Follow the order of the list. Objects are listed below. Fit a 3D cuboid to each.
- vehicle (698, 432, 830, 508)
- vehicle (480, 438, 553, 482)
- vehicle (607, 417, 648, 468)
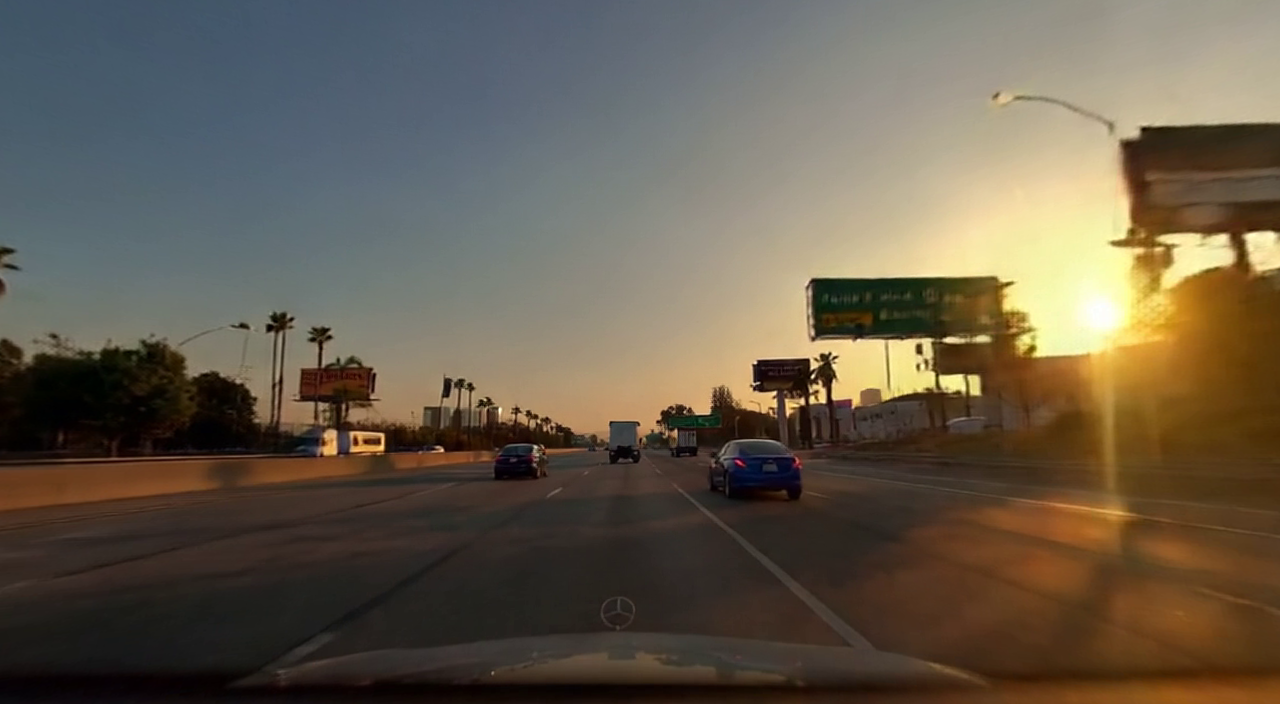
[{"bbox_3d":[2.872,2.872,15.866,2.175,1.598,4.584,0,-9,-3],"label":"vehicle"},{"bbox_3d":[-4.855,4.304,25.540,2.021,1.598,4.887,0,-8,-1],"label":"vehicle"},{"bbox_3d":[-0.857,5.828,40.576,2.364,2.953,6.495,0,-8,-2],"label":"vehicle"}]
